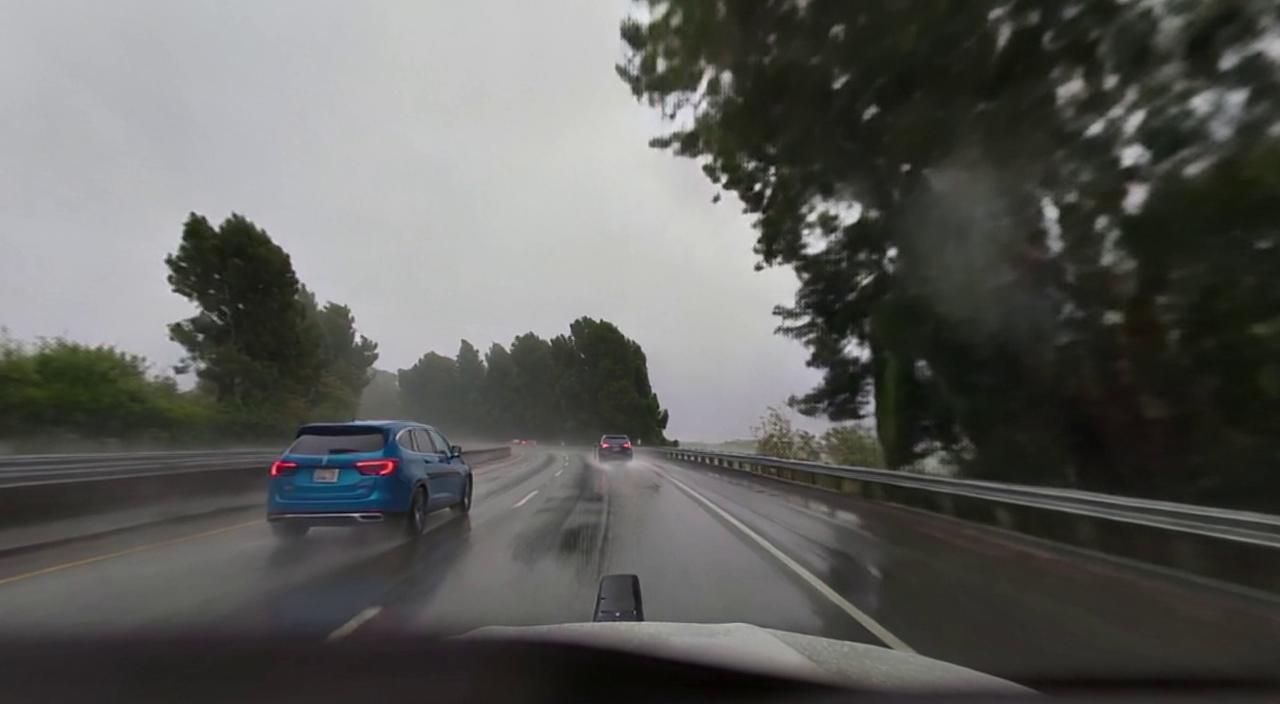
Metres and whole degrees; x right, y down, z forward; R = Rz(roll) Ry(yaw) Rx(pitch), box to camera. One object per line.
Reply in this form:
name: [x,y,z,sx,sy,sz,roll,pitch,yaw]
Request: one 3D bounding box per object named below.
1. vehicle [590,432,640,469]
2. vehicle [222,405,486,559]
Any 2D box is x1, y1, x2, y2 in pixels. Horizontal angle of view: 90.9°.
vehicle: [-1.409,5.196,33.562,2.452,1.857,4.022,1,-8,-5]
vehicle: [-4.069,1.906,10.109,2.053,1.847,4.760,0,-8,-1]
